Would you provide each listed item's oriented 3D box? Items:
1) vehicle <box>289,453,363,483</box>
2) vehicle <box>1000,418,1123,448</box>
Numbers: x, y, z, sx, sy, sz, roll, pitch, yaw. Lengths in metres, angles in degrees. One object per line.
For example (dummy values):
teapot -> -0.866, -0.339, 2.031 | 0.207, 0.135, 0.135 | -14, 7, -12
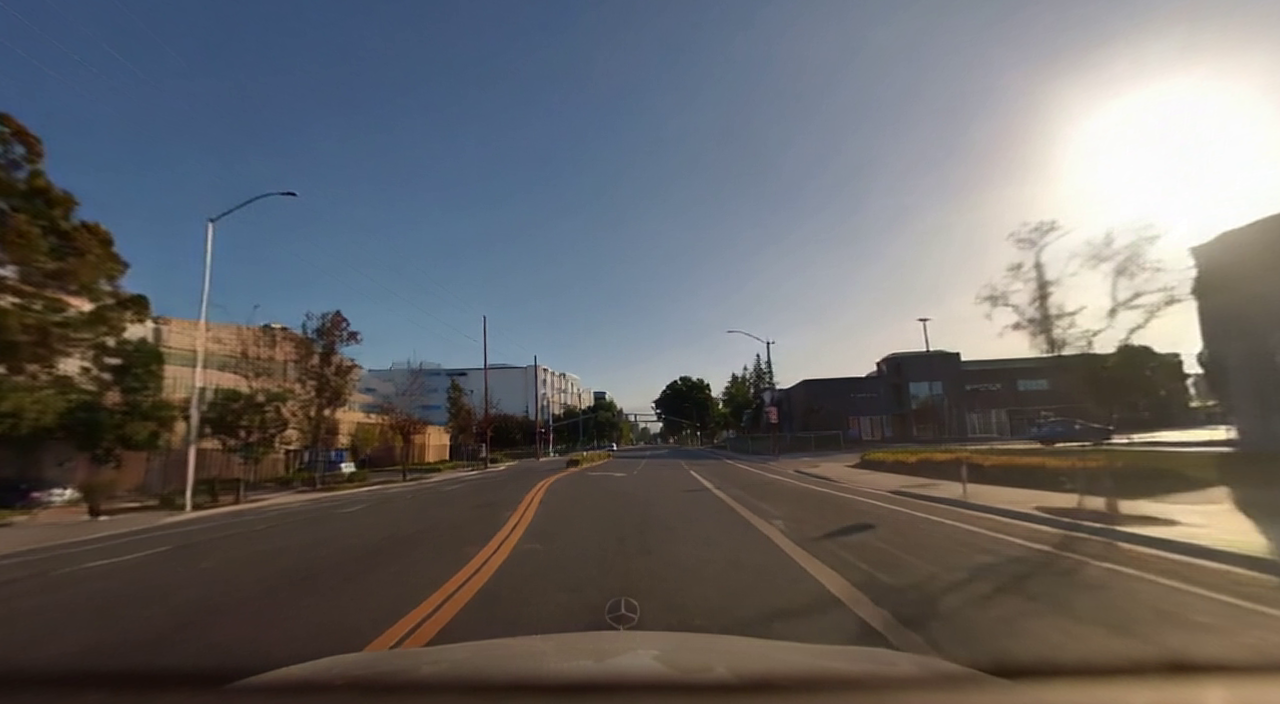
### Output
vehicle -> -20.403, 7.528, 41.278 | 2.030, 1.759, 4.949 | -1, -9, 4
vehicle -> 20.483, 3.996, 30.868 | 4.621, 1.393, 1.824 | -1, -9, 4
